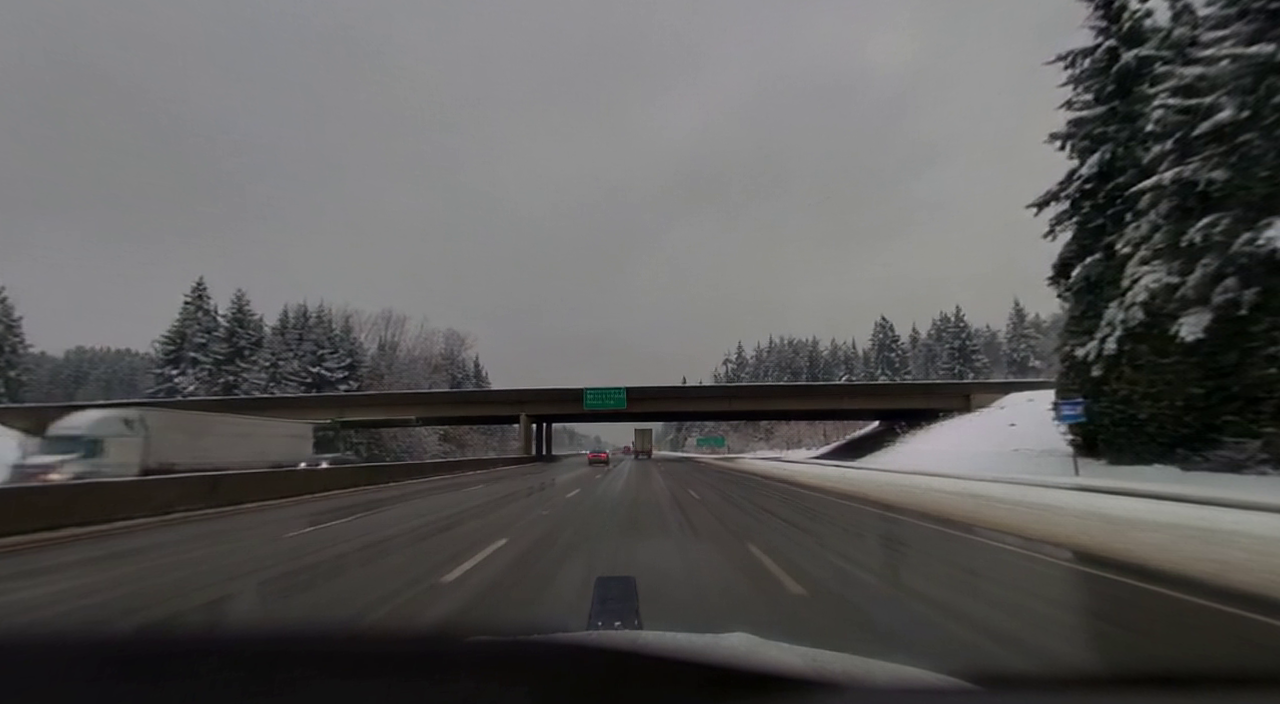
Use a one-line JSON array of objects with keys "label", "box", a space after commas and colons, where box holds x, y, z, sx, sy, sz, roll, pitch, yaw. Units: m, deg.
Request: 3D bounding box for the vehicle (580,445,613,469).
[{"label": "vehicle", "box": [-3.267, 8.018, 48.377, 2.160, 1.724, 4.997, 0, -9, 0]}]

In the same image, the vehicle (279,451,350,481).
[{"label": "vehicle", "box": [-19.158, 6.687, 37.343, 1.955, 1.634, 4.185, 0, -9, 0]}]

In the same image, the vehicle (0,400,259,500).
[{"label": "vehicle", "box": [-23.659, 4.733, 30.628, 3.453, 3.942, 10.998, 0, -9, 0]}]
